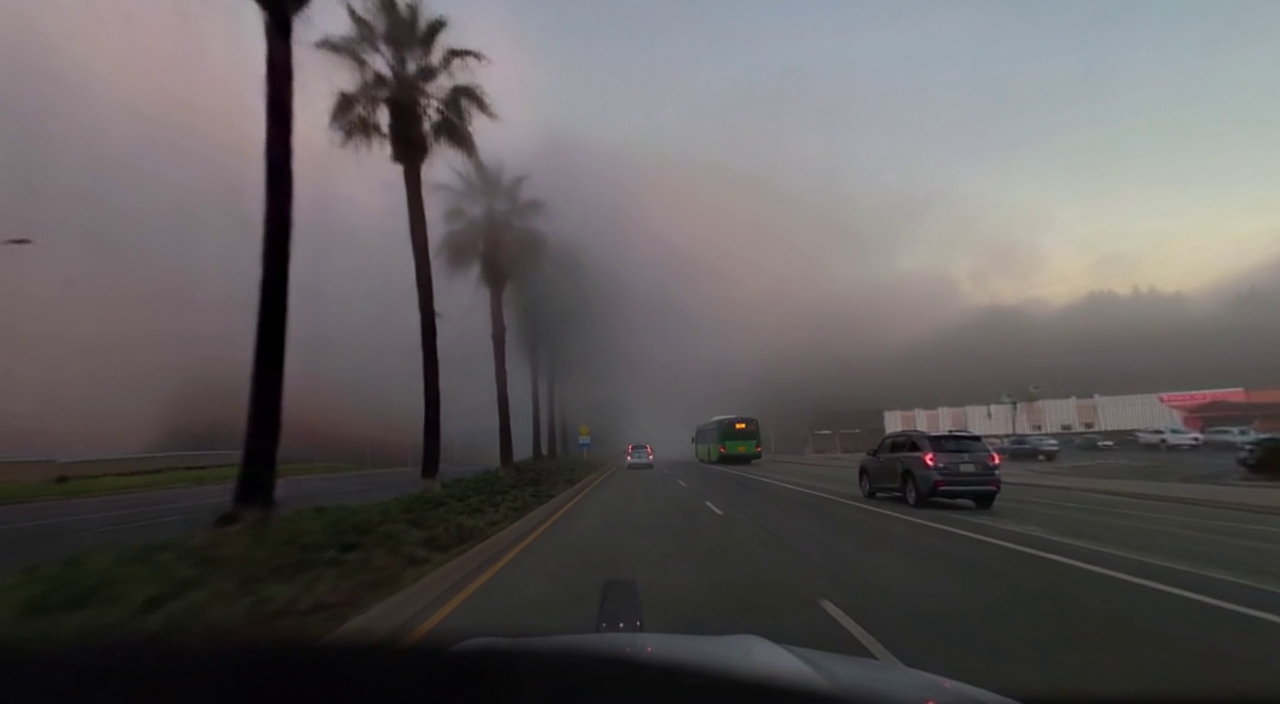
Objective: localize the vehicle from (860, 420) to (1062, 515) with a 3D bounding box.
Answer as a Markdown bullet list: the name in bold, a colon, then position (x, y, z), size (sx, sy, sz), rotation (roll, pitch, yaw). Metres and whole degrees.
- **vehicle**: position (6.430, 2.369, 13.334), size (2.031, 1.670, 4.154), rotation (0, -9, 0)

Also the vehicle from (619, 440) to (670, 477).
- **vehicle**: position (0.177, 4.691, 28.063), size (2.065, 1.477, 4.306), rotation (0, -9, 0)

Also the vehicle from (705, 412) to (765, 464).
- **vehicle**: position (6.675, 6.318, 45.918), size (2.795, 3.383, 9.287), rotation (0, -9, 0)

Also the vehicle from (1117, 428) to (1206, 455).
- **vehicle**: position (35.496, 6.174, 43.189), size (1.908, 1.637, 4.765), rotation (-2, -9, 0)
